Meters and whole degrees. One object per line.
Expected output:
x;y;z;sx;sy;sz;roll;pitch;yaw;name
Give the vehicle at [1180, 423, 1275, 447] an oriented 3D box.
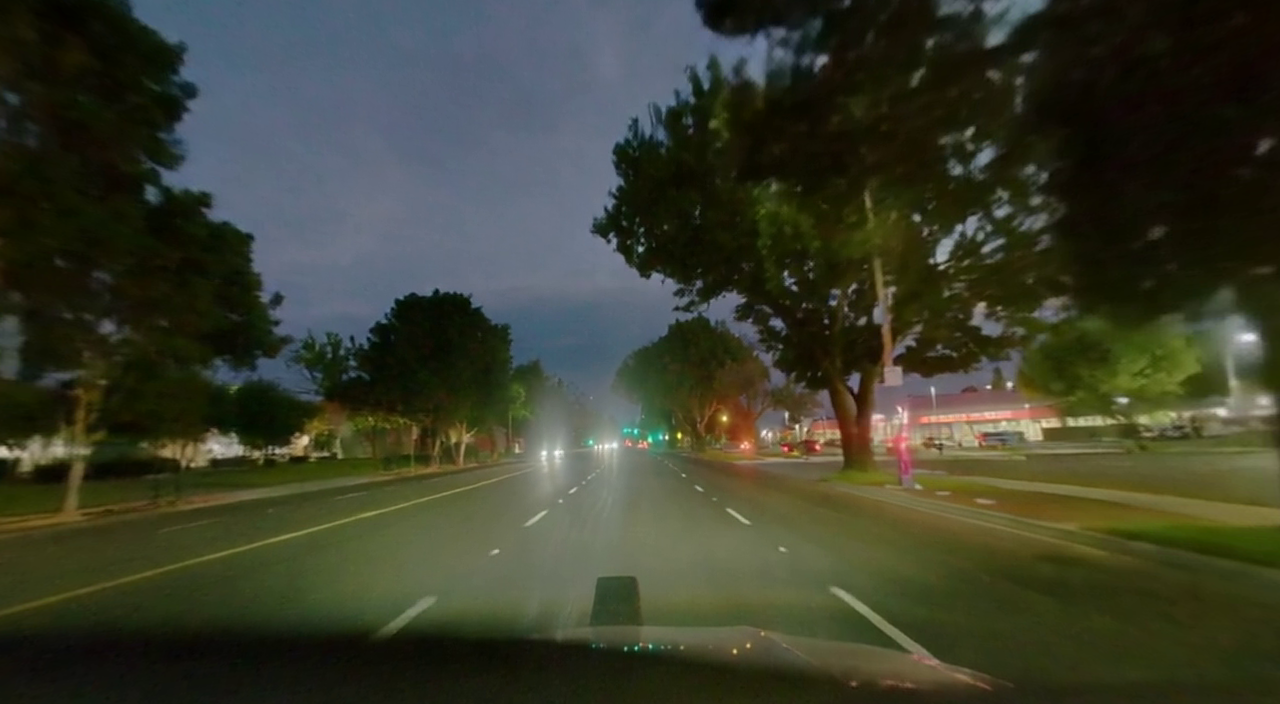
38.588;5.474;41.677;1.860;1.467;4.614;-1;-8;2;vehicle
